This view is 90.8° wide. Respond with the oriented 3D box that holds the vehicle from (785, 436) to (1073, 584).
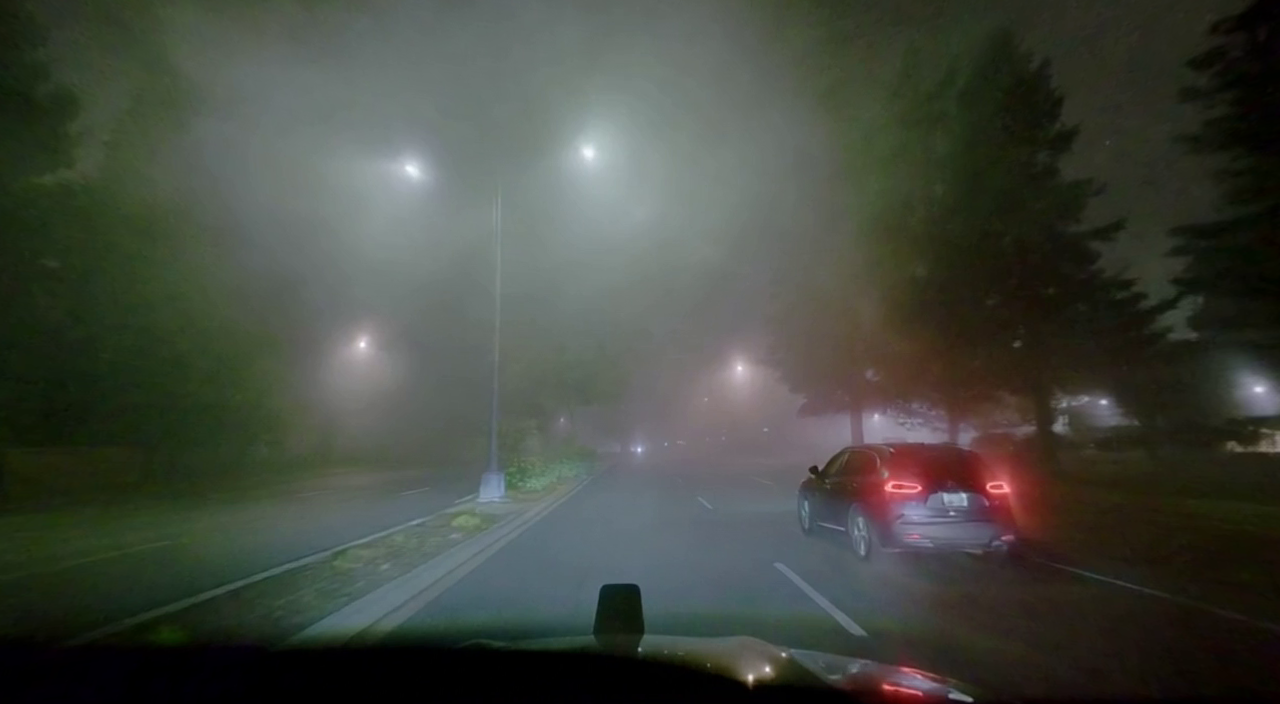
[{"bbox_3d":[3.370,1.891,8.416,1.852,1.453,4.083,0,-9,-1],"label":"vehicle"}]
